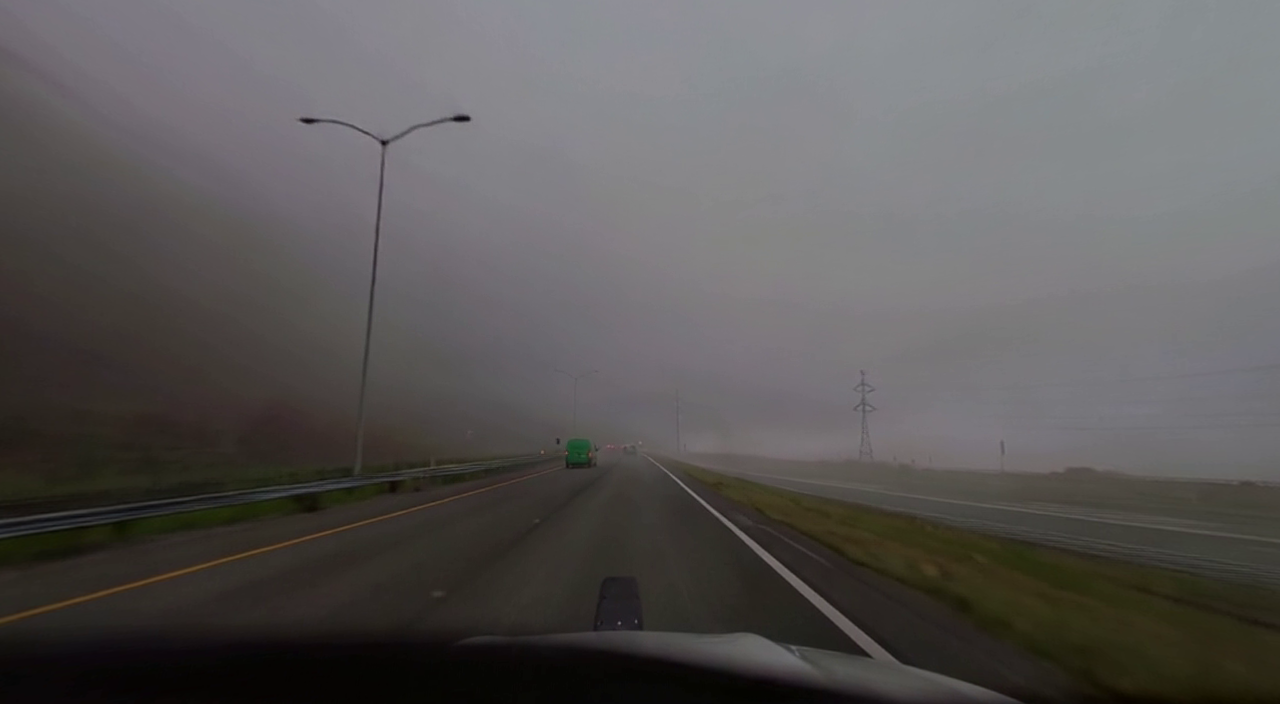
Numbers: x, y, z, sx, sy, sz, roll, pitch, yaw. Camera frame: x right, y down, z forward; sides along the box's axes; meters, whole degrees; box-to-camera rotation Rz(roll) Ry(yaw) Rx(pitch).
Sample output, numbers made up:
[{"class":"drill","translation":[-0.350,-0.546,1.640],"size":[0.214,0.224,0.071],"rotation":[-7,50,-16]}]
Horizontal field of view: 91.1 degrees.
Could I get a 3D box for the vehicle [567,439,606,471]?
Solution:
[{"class":"vehicle","translation":[-3.574,6.946,42.692],"size":[2.270,2.023,4.632],"rotation":[0,-9,-1]}]
